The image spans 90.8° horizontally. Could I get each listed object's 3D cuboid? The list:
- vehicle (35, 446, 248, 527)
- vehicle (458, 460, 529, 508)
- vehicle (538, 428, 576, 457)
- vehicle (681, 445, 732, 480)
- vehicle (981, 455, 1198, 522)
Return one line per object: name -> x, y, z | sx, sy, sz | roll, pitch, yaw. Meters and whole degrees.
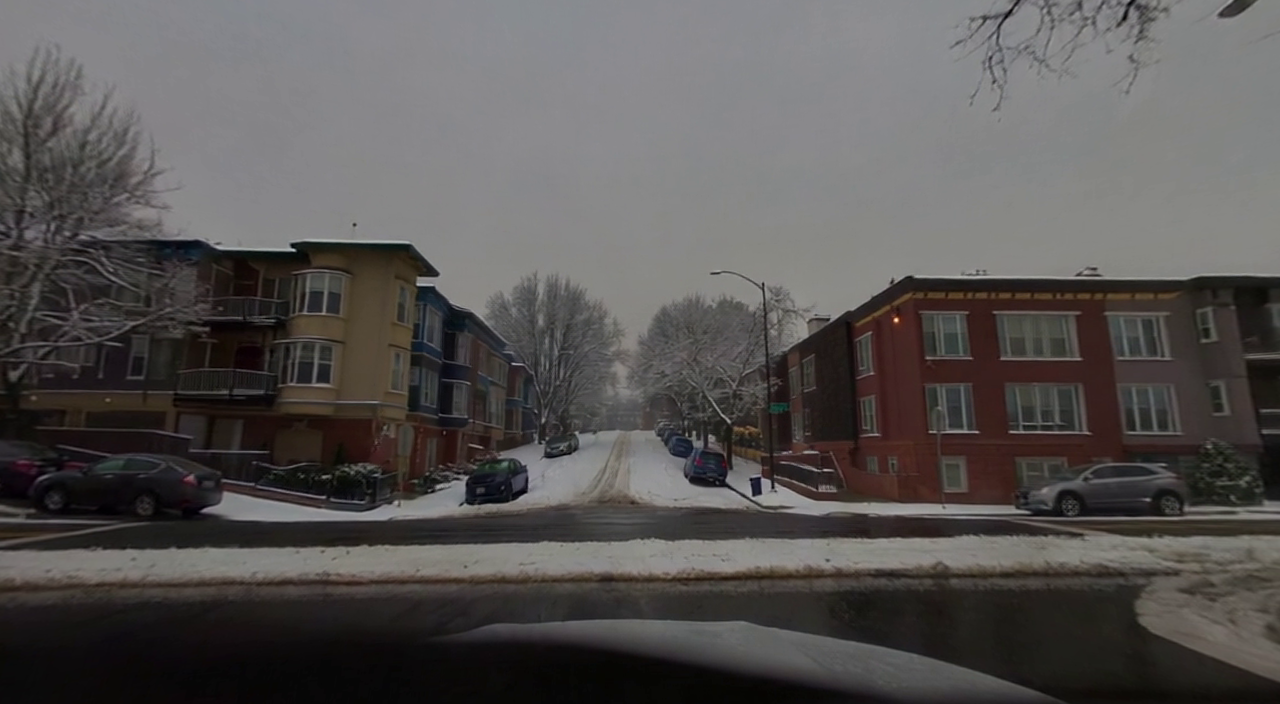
vehicle -> -13.971, 3.795, 17.911 | 4.243, 1.676, 1.844 | 6, -12, 1
vehicle -> -5.852, 5.293, 25.719 | 1.987, 1.662, 4.141 | -2, -9, -1
vehicle -> -6.171, 6.752, 47.445 | 2.101, 1.732, 4.119 | -3, -3, 3
vehicle -> 3.417, 5.786, 33.326 | 2.051, 1.526, 4.673 | 0, -6, -2
vehicle -> 12.524, 3.805, 17.843 | 4.596, 1.690, 1.972 | 0, -8, -1
